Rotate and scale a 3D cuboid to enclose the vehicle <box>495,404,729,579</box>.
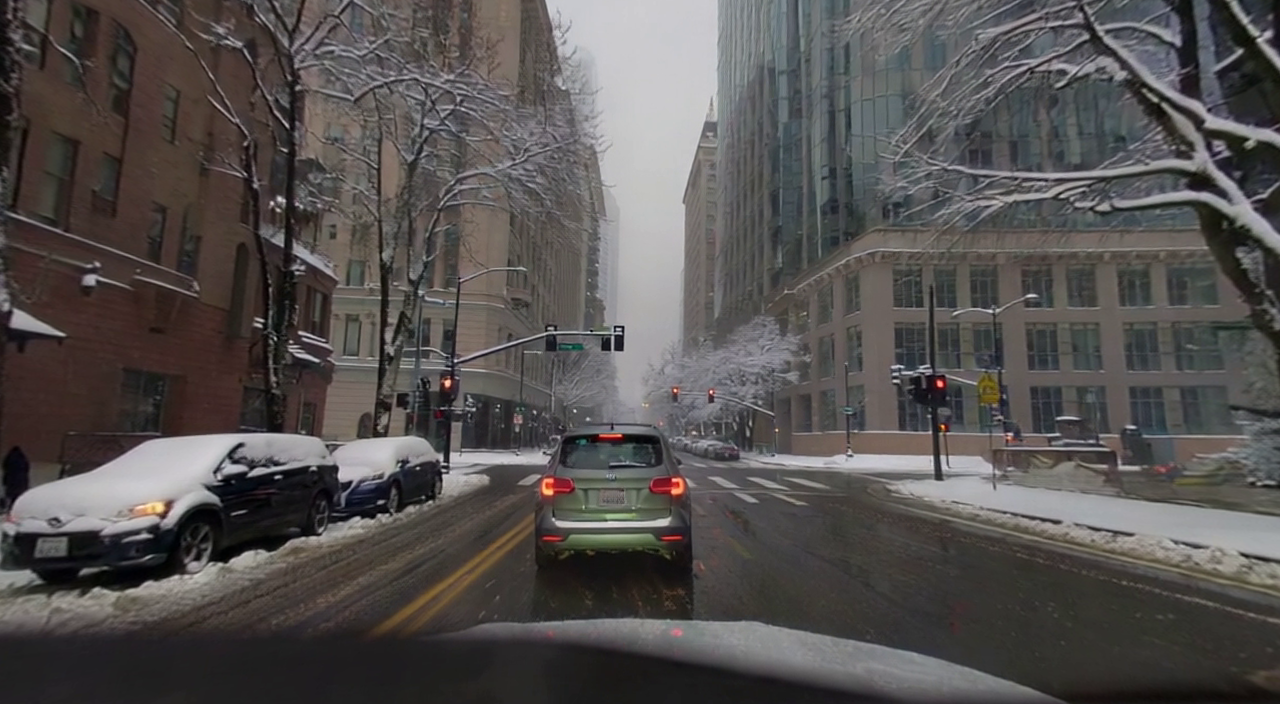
[{"bbox_3d":[-0.259,1.653,8.179,2.258,1.687,3.934,0,-9,0],"label":"vehicle"}]

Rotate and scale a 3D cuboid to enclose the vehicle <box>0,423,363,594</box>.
[{"bbox_3d":[-5.763,1.901,8.640,1.904,1.684,4.529,0,-9,-1],"label":"vehicle"}]

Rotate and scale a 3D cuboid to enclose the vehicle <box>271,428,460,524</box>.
[{"bbox_3d":[-5.876,2.700,14.347,2.077,1.791,4.751,0,-9,1],"label":"vehicle"}]
